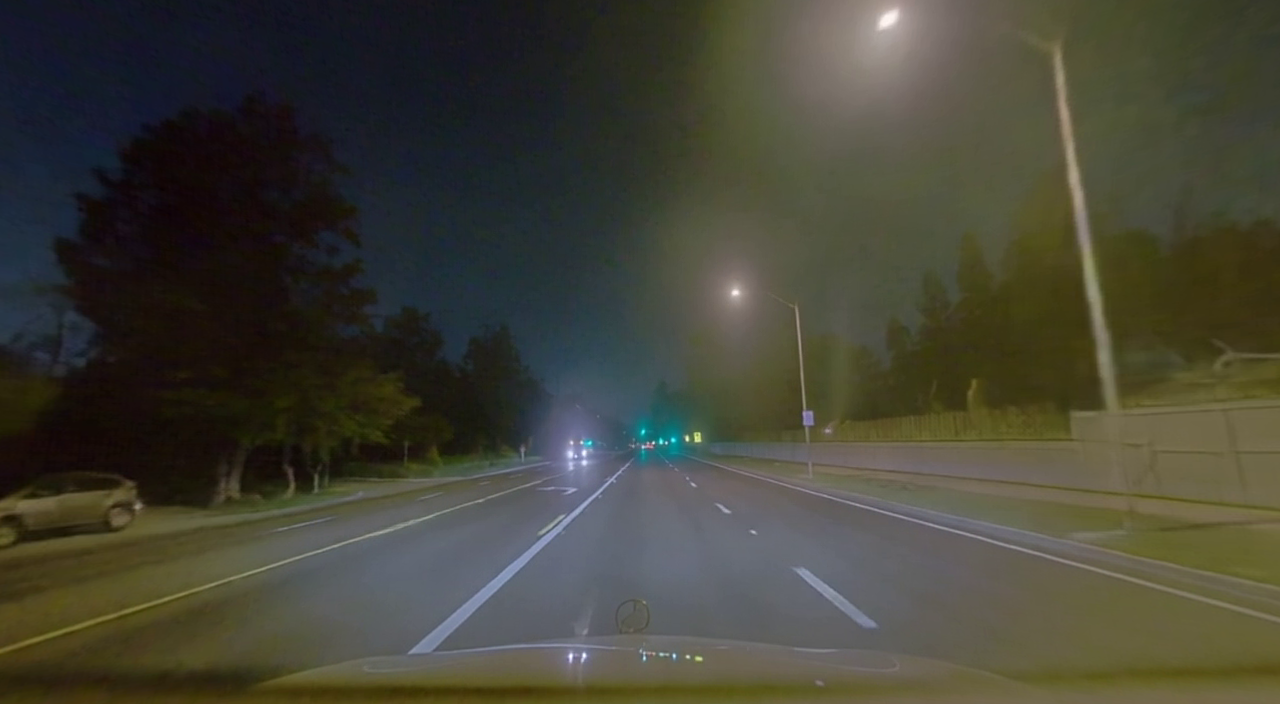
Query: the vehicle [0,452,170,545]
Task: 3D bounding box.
[{"bbox_3d":[-12.616,3.011,13.199,1.921,1.611,4.713,-3,-8,0],"label":"vehicle"}]
